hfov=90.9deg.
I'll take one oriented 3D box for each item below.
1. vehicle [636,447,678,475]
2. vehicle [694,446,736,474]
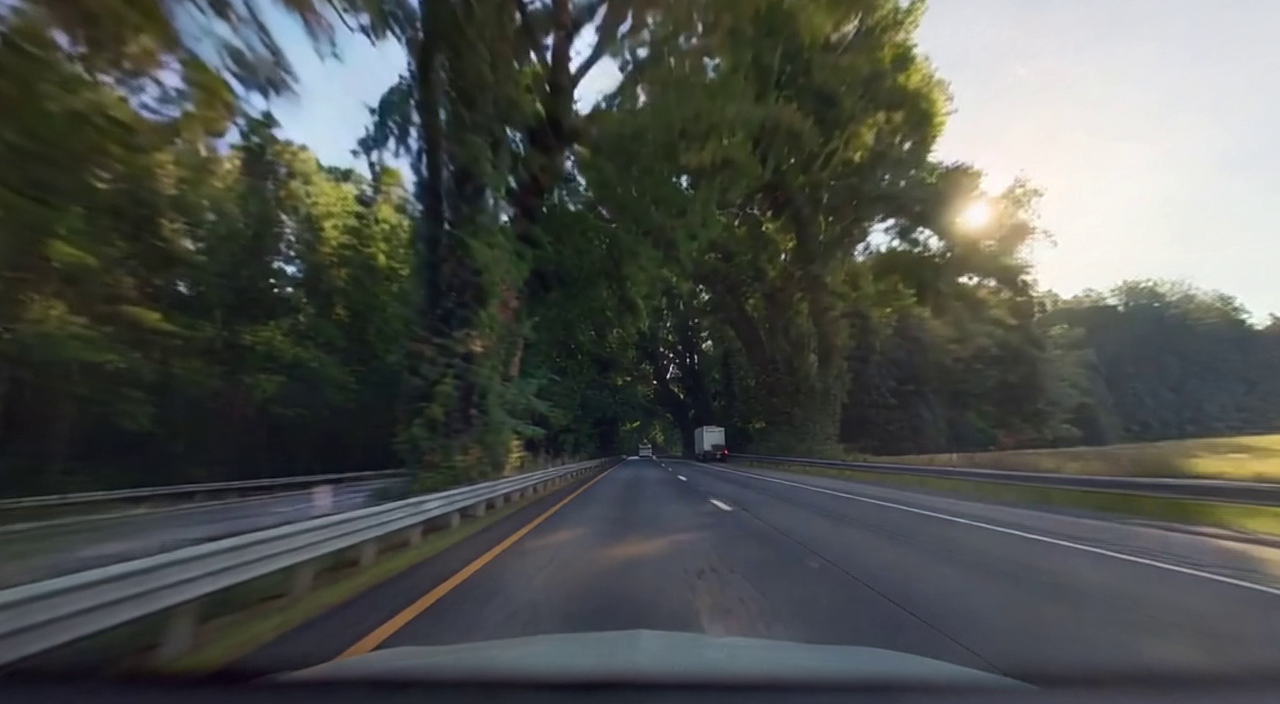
[{"bbox_3d":[0.909,6.104,35.425,2.162,1.492,3.975,0,-9,-1],"label":"vehicle"},{"bbox_3d":[4.207,6.148,35.886,1.846,1.485,3.679,0,-9,-2],"label":"vehicle"}]
